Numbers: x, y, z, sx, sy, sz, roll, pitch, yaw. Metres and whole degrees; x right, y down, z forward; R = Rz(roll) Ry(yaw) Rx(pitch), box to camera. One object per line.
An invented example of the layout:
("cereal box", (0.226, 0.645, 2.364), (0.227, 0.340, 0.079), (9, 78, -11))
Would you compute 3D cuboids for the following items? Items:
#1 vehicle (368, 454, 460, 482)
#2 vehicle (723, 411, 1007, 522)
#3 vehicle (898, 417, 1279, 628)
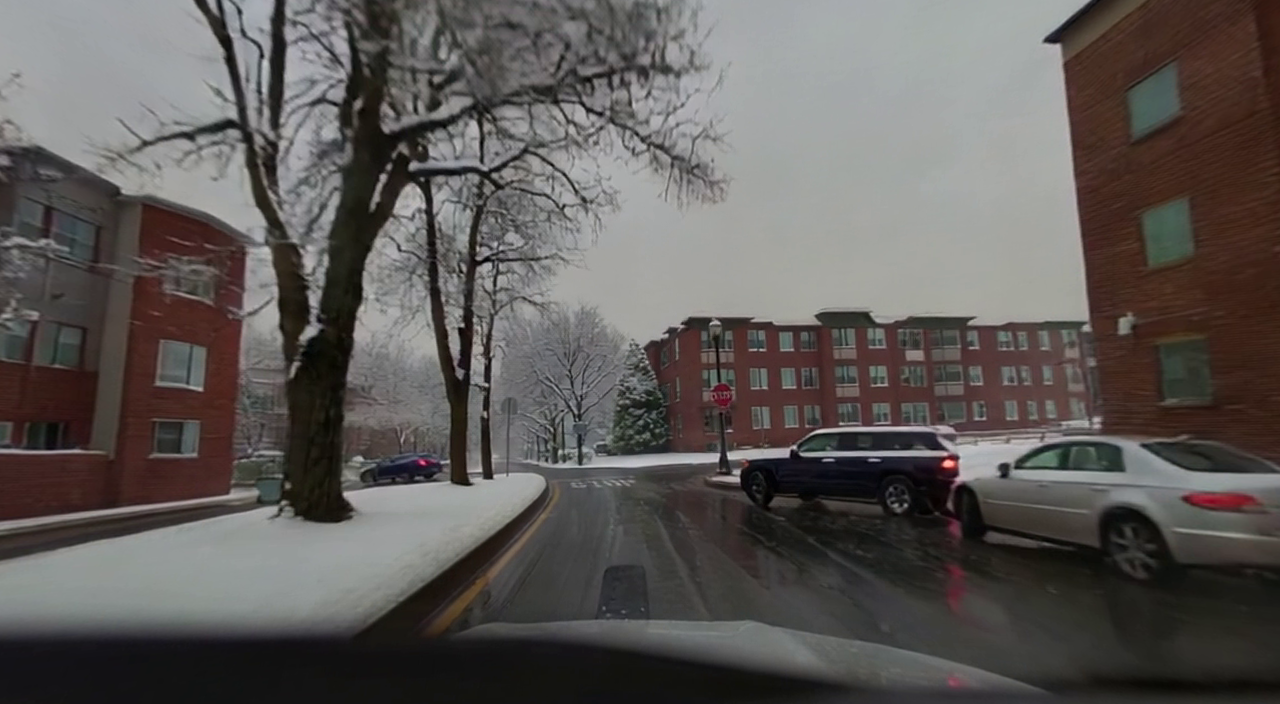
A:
("vehicle", (-13.281, 6.800, 37.193), (4.654, 1.503, 1.951), (-1, -8, 7))
("vehicle", (3.810, 2.112, 11.741), (2.065, 1.529, 4.709), (1, -10, -27))
("vehicle", (4.893, 1.541, 7.048), (1.758, 1.454, 5.088), (-1, -8, -1))
